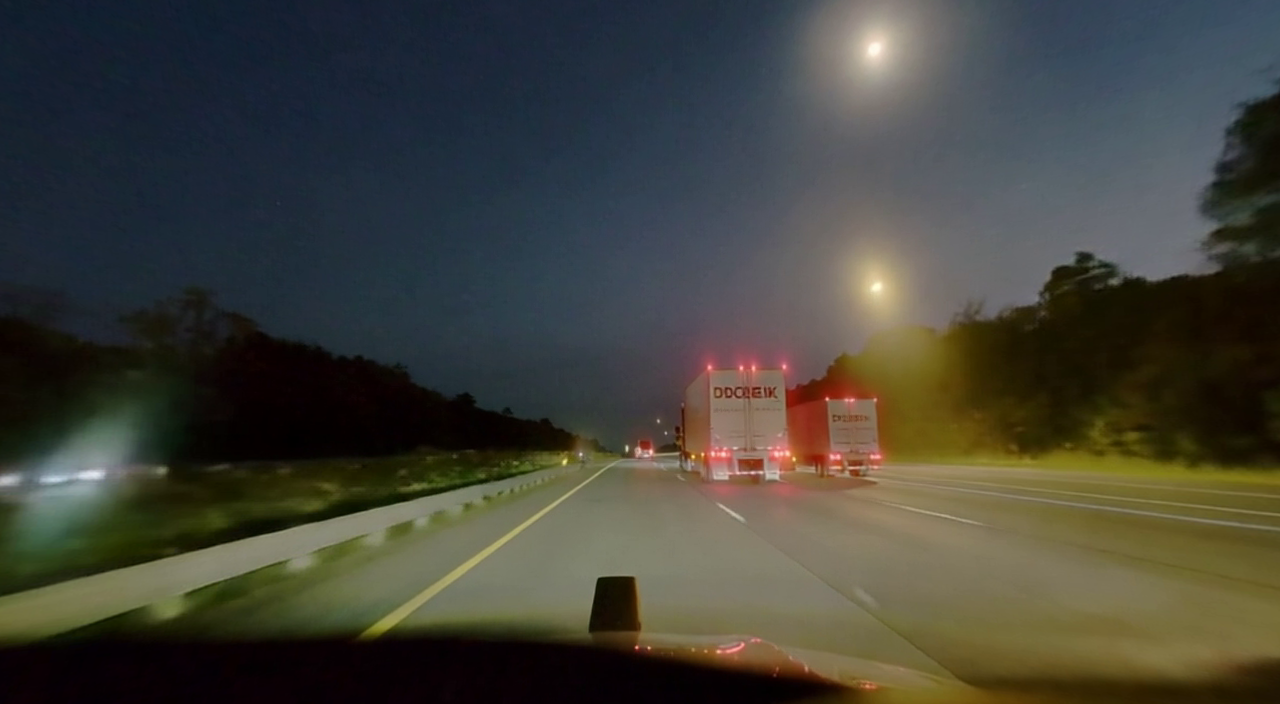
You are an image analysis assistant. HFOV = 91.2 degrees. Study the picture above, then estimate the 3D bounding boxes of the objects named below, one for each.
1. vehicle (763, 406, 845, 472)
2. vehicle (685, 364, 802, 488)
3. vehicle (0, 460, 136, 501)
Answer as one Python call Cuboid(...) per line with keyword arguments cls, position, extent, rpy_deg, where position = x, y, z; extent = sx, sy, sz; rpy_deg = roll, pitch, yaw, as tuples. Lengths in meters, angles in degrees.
Cuboid(cls="vehicle", position=(11.325, 6.245, 44.575), extent=(2.946, 4.031, 10.368), rpy_deg=(-1, -9, 0))
Cuboid(cls="vehicle", position=(3.708, 3.140, 25.328), extent=(3.025, 4.010, 9.542), rpy_deg=(0, -9, 0))
Cuboid(cls="vehicle", position=(-24.233, 5.307, 26.261), extent=(1.907, 1.481, 4.822), rpy_deg=(-1, -9, 5))
